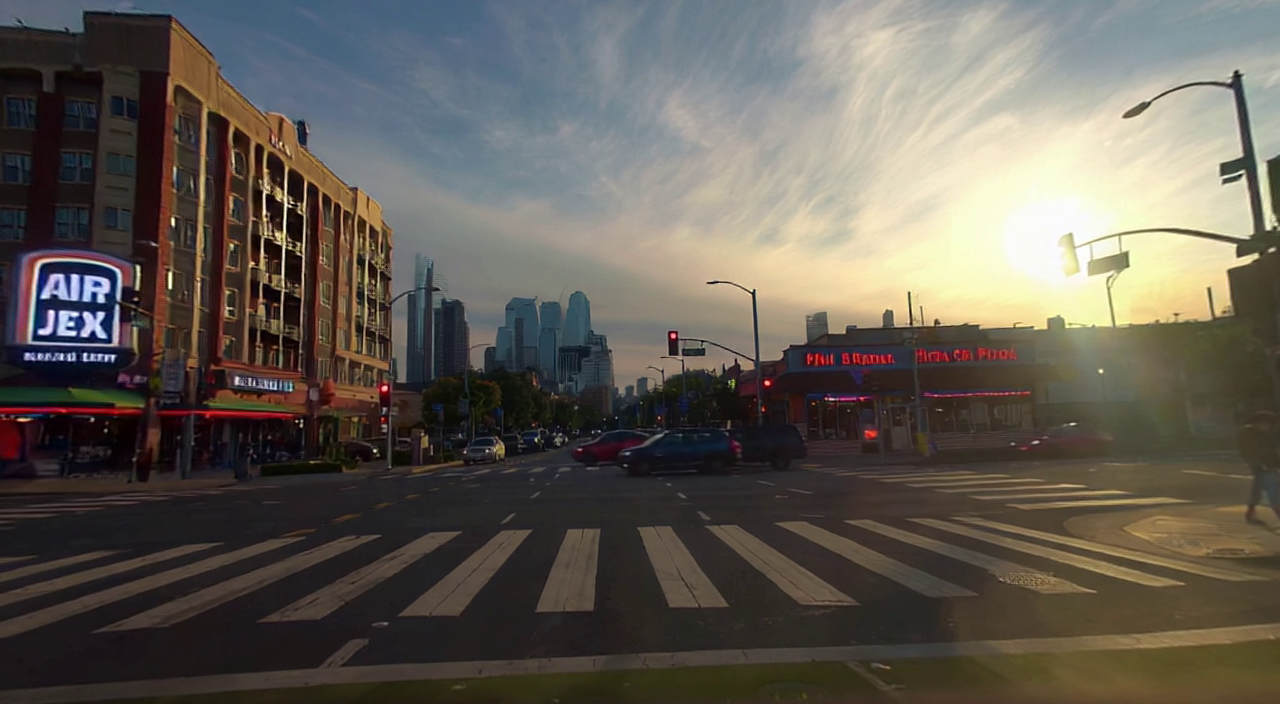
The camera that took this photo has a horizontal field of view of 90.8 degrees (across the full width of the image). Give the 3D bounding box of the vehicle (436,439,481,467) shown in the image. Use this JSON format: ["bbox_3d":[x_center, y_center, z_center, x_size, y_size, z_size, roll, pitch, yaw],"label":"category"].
[{"bbox_3d":[-10.933,6.095,38.233,1.885,1.545,4.124,1,-8,-6],"label":"vehicle"}]

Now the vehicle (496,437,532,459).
[{"bbox_3d":[-8.707,6.682,43.918,1.906,1.402,4.904,0,-8,-5],"label":"vehicle"}]

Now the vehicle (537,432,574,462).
[{"bbox_3d":[-5.124,5.803,38.678,1.976,1.683,4.117,0,-8,-4],"label":"vehicle"}]

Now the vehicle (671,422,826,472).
[{"bbox_3d":[3.478,3.100,20.670,4.612,1.521,1.811,1,-9,-9],"label":"vehicle"}]

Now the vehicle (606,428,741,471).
[{"bbox_3d":[1.151,3.527,23.037,4.643,1.476,1.820,1,-9,-8],"label":"vehicle"}]

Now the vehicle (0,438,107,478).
[{"bbox_3d":[-31.551,5.583,33.479,2.205,1.903,5.877,1,-9,-10],"label":"vehicle"}]

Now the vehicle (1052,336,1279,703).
[{"bbox_3d":[3.006,0.609,0.880,1.866,1.654,4.354,0,-8,0],"label":"vehicle"}]
